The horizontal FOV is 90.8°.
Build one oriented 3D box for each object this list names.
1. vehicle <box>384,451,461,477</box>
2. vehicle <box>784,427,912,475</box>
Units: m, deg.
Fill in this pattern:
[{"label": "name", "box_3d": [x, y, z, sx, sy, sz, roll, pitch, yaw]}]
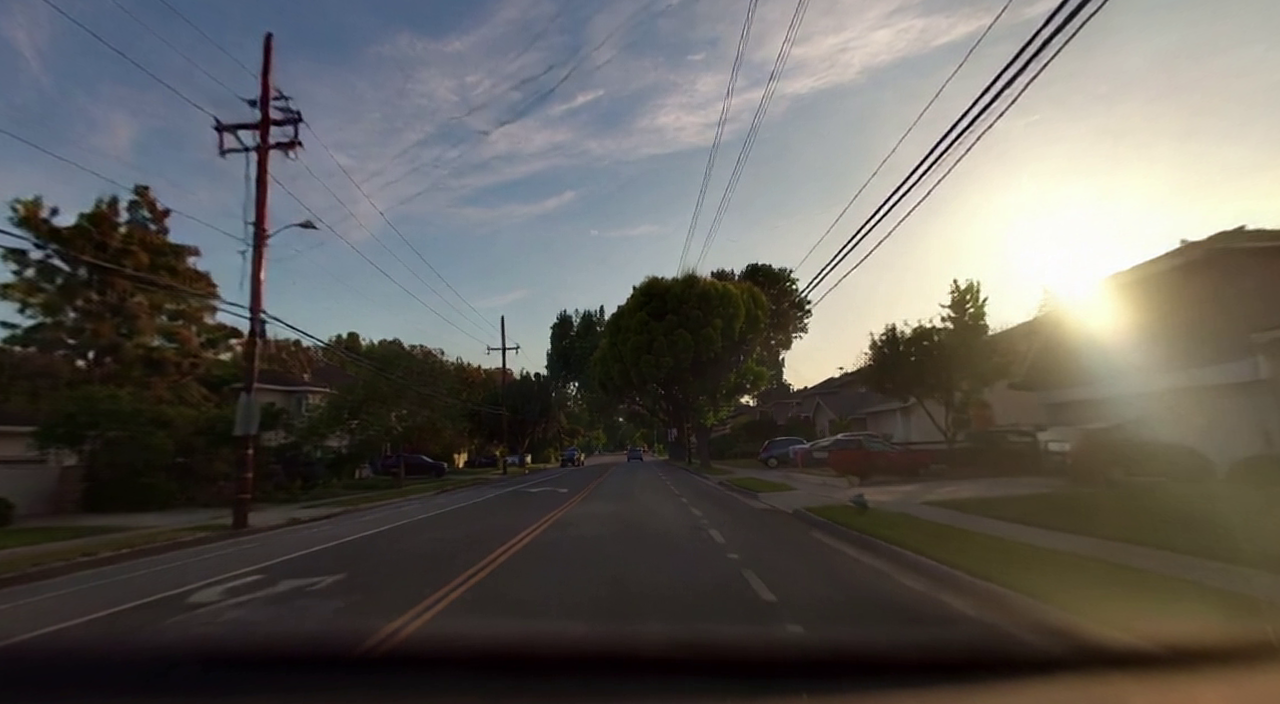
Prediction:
[{"label": "vehicle", "box_3d": [-14.961, 7.715, 43.693, 4.501, 1.689, 2.106, 0, -9, 1]}, {"label": "vehicle", "box_3d": [8.863, 4.276, 27.296, 4.747, 1.942, 2.158, 0, -9, 1]}]
